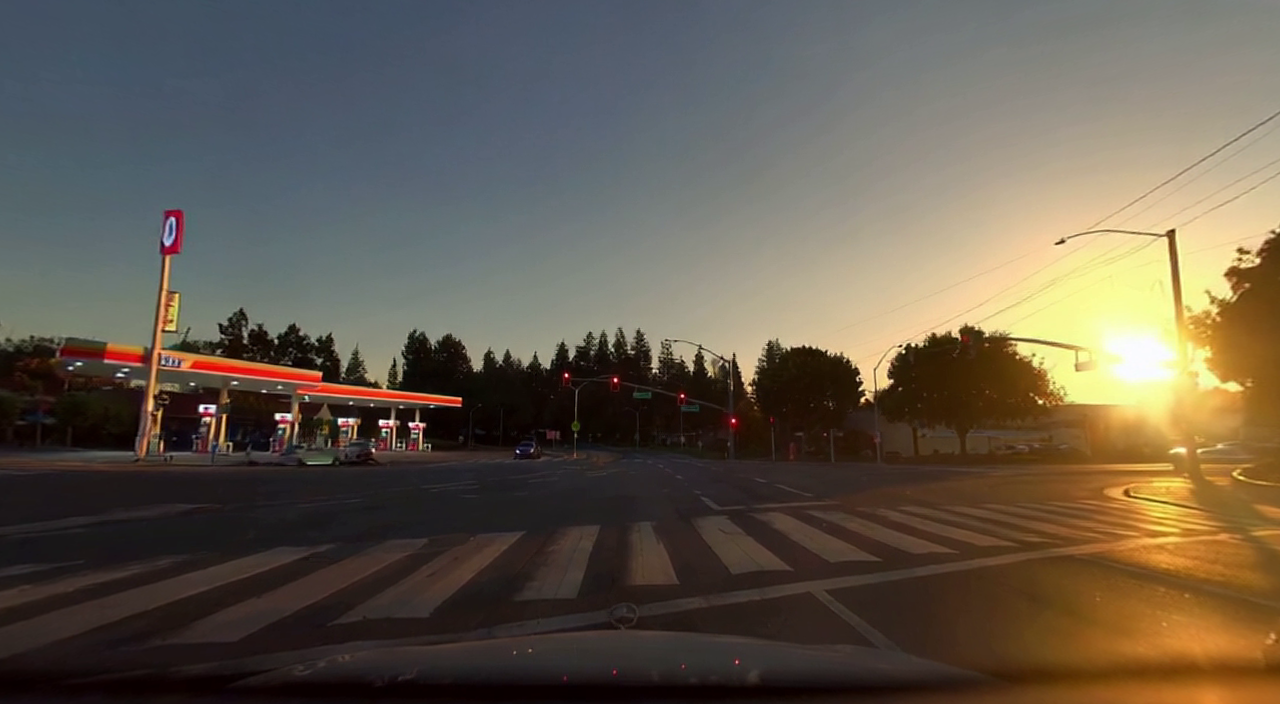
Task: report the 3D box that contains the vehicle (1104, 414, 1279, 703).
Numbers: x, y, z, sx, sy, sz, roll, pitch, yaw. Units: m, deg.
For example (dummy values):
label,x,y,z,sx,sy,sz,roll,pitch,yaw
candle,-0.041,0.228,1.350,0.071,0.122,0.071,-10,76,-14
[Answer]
label,x,y,z,sx,sy,sz,roll,pitch,yaw
vehicle,3.313,0.728,0.816,2.023,1.437,4.477,0,-9,0
